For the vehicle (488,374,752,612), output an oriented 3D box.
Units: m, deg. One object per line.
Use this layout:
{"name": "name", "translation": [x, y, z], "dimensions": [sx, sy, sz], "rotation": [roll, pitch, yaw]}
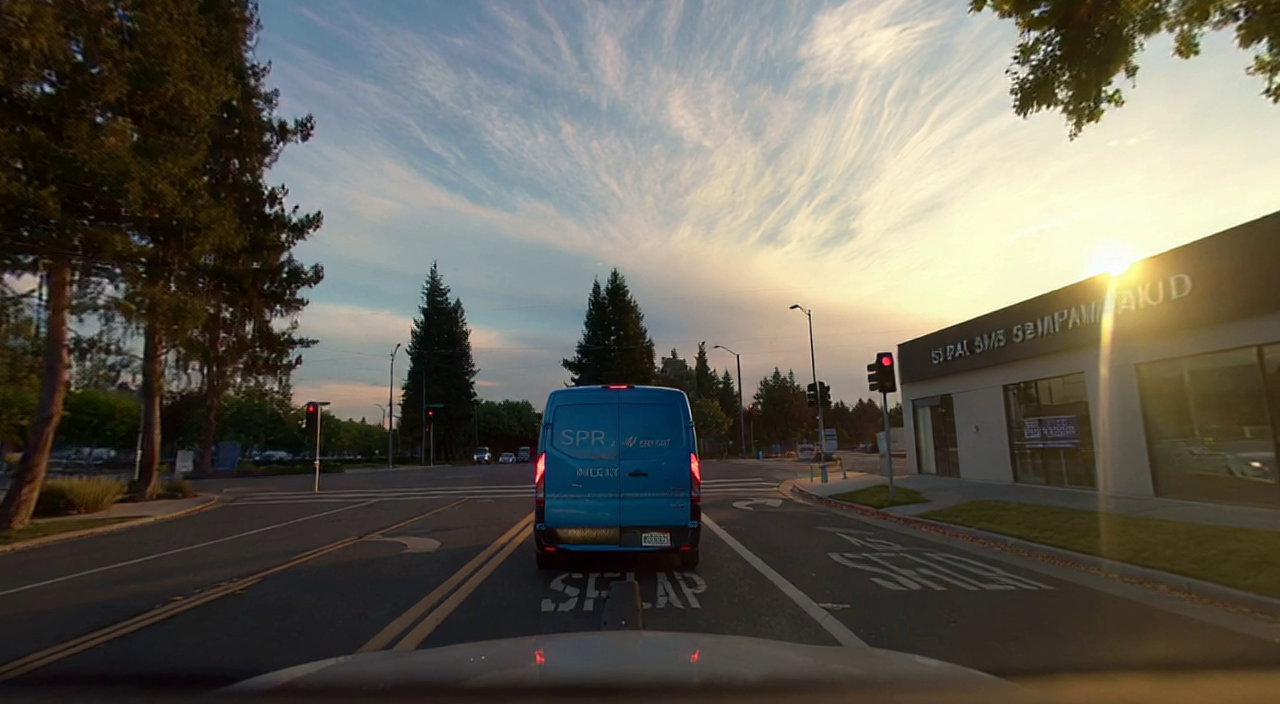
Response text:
{"name": "vehicle", "translation": [-0.292, 1.467, 7.298], "dimensions": [2.181, 1.949, 3.932], "rotation": [1, -9, -4]}
